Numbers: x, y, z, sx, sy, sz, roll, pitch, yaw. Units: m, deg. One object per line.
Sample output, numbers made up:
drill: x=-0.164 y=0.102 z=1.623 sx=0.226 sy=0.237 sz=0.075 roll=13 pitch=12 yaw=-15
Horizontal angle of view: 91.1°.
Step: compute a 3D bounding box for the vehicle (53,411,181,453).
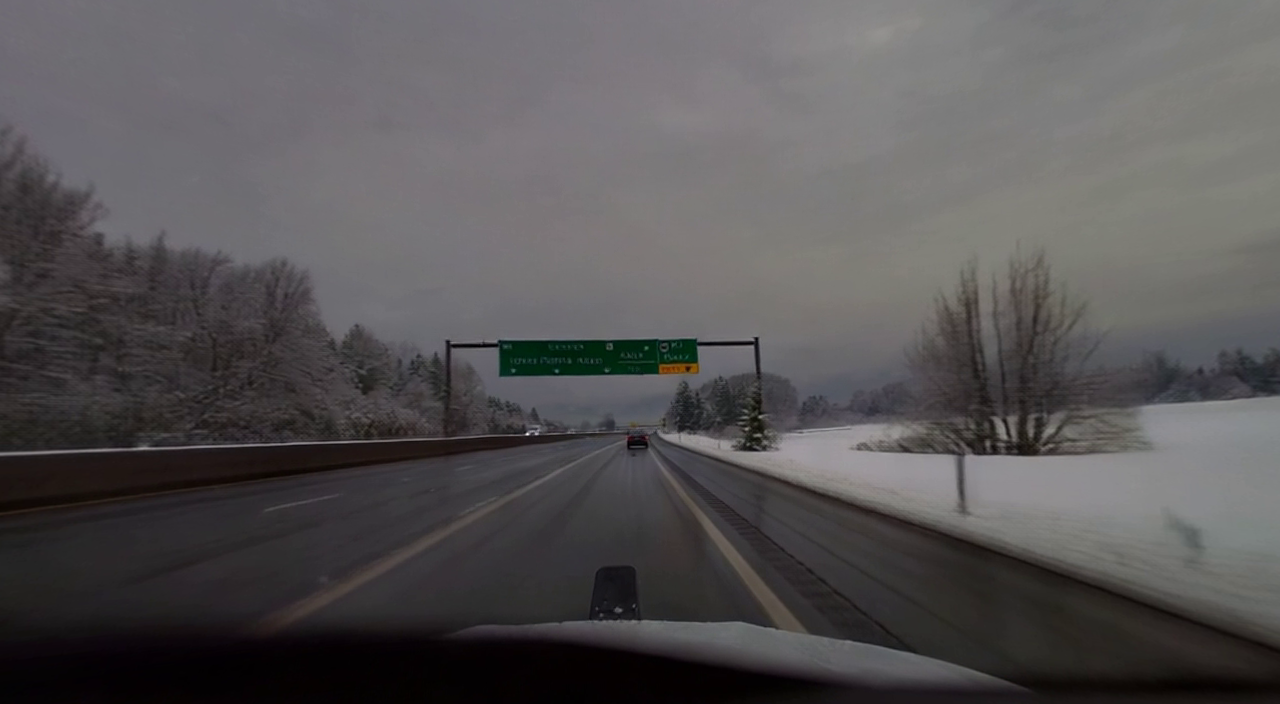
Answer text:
vehicle: x=-20.441 y=3.173 z=24.802 sx=1.694 sy=1.520 sz=3.886 roll=0 pitch=-8 yaw=0
